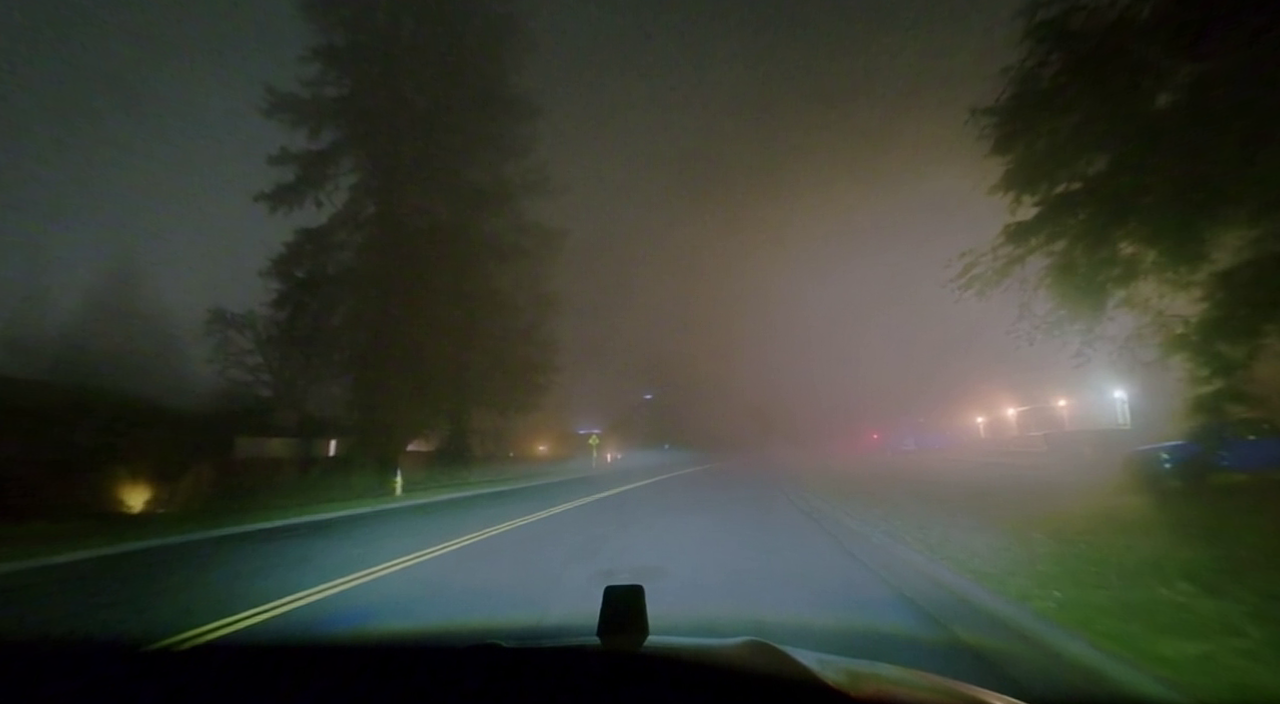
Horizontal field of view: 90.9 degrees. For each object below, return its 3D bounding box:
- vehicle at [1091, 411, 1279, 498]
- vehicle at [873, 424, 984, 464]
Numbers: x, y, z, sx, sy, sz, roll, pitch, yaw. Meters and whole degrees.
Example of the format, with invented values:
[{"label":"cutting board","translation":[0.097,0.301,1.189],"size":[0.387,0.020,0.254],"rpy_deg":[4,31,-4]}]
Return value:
[{"label":"vehicle","translation":[12.184,1.953,12.507],"size":[4.644,1.441,2.074],"rpy_deg":[-7,-10,14]},{"label":"vehicle","translation":[17.169,5.566,37.901],"size":[5.704,1.788,2.095],"rpy_deg":[-8,-12,17]}]
